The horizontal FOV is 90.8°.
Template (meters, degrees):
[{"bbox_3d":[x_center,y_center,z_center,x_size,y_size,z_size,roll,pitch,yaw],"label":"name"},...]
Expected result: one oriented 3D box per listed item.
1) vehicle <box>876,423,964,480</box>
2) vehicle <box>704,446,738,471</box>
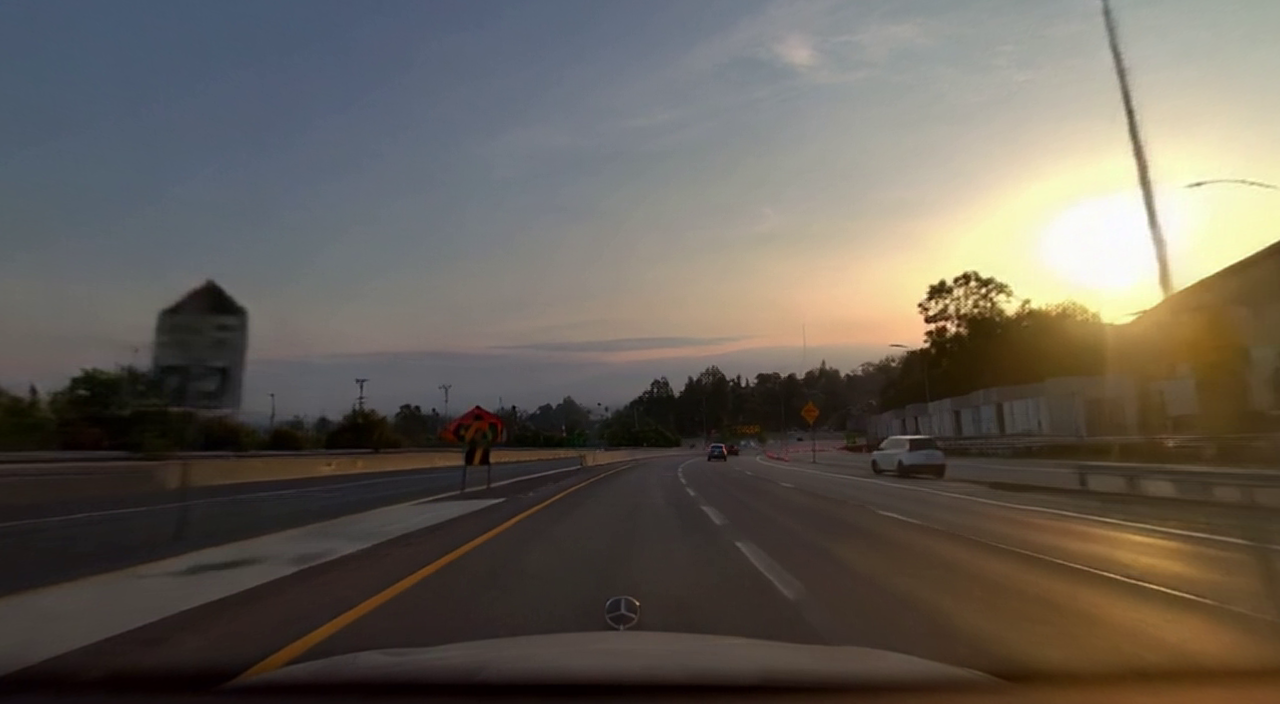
[{"bbox_3d":[13.196,4.718,30.004,3.055,2.511,2.572,-1,-9,6],"label":"vehicle"},{"bbox_3d":[5.176,6.867,40.771,1.874,1.506,4.116,-1,-9,3],"label":"vehicle"}]
